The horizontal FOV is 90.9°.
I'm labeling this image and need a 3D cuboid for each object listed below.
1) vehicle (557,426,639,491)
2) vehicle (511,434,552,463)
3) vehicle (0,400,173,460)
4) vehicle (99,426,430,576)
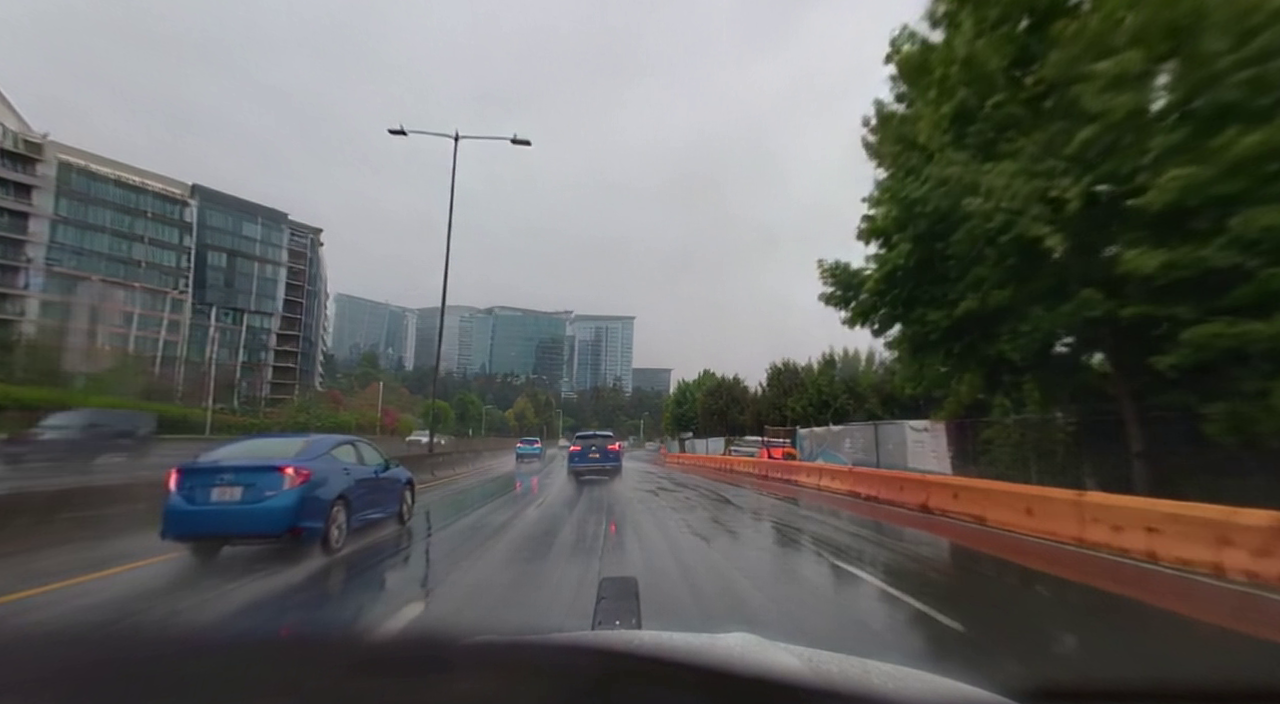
[{"bbox_3d":[-1.061,2.753,16.653,1.913,1.499,3.581,0,-8,-2],"label":"vehicle"},{"bbox_3d":[-5.980,5.337,35.019,1.888,1.486,4.310,1,-8,-5],"label":"vehicle"},{"bbox_3d":[-18.969,2.734,21.782,1.974,1.822,4.999,0,-8,-4],"label":"vehicle"},{"bbox_3d":[-4.250,1.686,8.056,1.848,1.406,4.013,0,-8,-2],"label":"vehicle"}]
